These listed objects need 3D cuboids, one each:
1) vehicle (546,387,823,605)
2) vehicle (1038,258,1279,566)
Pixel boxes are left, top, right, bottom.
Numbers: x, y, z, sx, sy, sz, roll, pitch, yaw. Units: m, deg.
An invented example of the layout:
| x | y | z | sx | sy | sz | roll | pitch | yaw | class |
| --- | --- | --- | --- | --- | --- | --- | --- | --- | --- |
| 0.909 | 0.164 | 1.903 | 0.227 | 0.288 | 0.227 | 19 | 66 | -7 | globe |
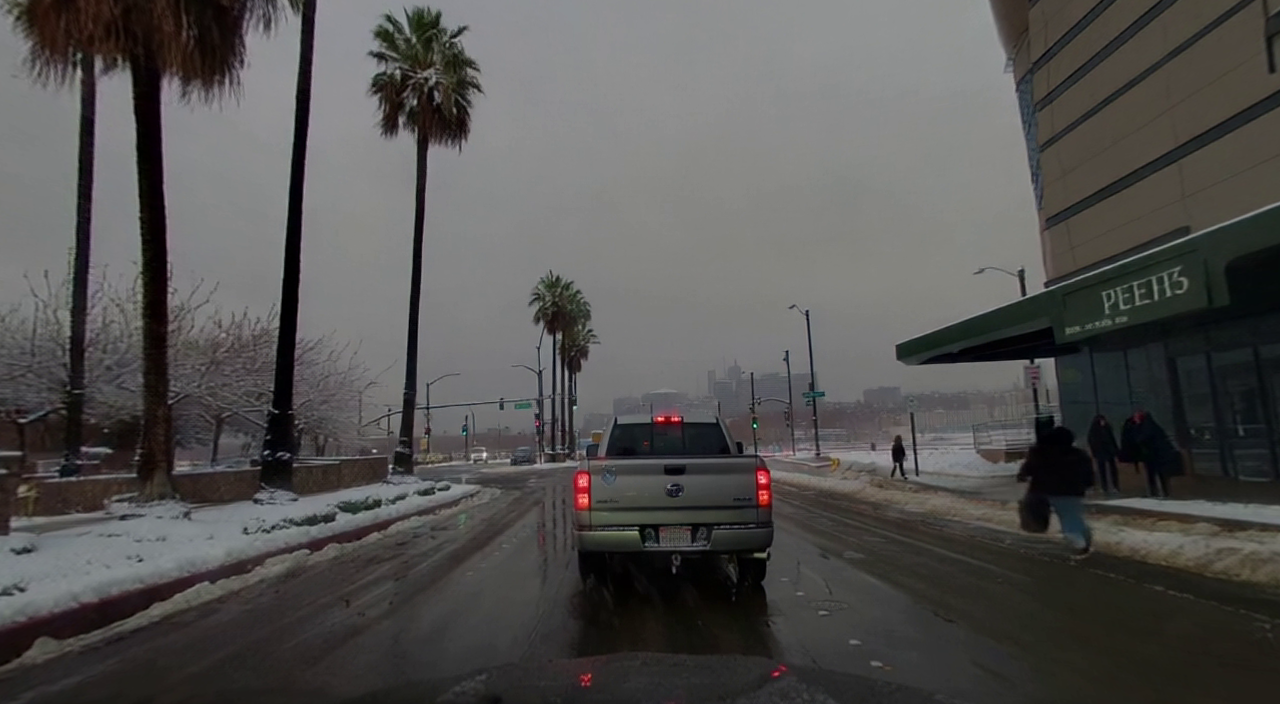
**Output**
| x | y | z | sx | sy | sz | roll | pitch | yaw | class |
| --- | --- | --- | --- | --- | --- | --- | --- | --- | --- |
| 0.403 | 1.595 | 8.002 | 2.311 | 1.819 | 5.255 | 0 | -8 | 1 | vehicle |
| 7.904 | 0.854 | 8.593 | 2.666 | 3.345 | 3.622 | -1 | -8 | 7 | vehicle |
